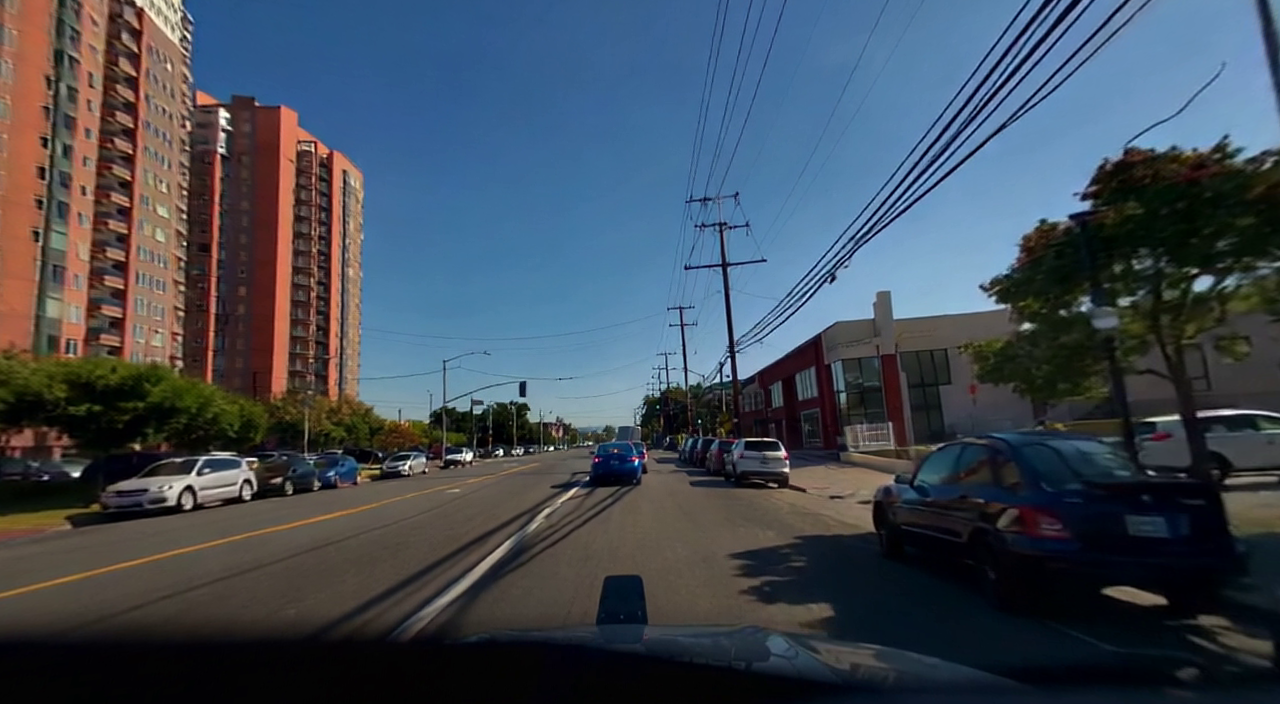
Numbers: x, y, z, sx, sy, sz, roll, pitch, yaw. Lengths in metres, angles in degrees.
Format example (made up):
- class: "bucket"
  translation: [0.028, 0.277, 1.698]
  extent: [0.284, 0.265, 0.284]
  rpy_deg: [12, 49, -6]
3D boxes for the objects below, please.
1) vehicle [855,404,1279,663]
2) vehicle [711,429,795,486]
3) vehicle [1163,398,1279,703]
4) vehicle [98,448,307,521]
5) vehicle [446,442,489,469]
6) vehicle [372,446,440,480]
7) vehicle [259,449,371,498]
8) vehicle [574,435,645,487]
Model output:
- class: "vehicle"
  translation: [4.064, 1.485, 6.400]
  extent: [1.938, 1.570, 4.872]
  rpy_deg: [1, -8, -2]
- class: "vehicle"
  translation: [3.705, 3.533, 21.476]
  extent: [1.967, 1.721, 4.410]
  rpy_deg: [0, -8, -1]
- class: "vehicle"
  translation: [3.970, 0.783, 1.374]
  extent: [1.941, 1.575, 4.315]
  rpy_deg: [0, -8, 0]
- class: "vehicle"
  translation: [-11.993, 3.616, 17.969]
  extent: [2.242, 1.534, 5.414]
  rpy_deg: [-4, -8, -2]
- class: "vehicle"
  translation: [-12.147, 7.301, 44.753]
  extent: [2.011, 1.687, 4.079]
  rpy_deg: [-2, -8, -2]
- class: "vehicle"
  translation: [-12.057, 5.715, 32.830]
  extent: [1.868, 1.491, 4.367]
  rpy_deg: [-4, -8, 1]
- class: "vehicle"
  translation: [-12.025, 4.478, 23.801]
  extent: [1.850, 1.487, 4.711]
  rpy_deg: [-3, -8, -1]
- class: "vehicle"
  translation: [-0.869, 3.417, 20.264]
  extent: [2.019, 1.453, 4.603]
  rpy_deg: [0, -8, 0]
